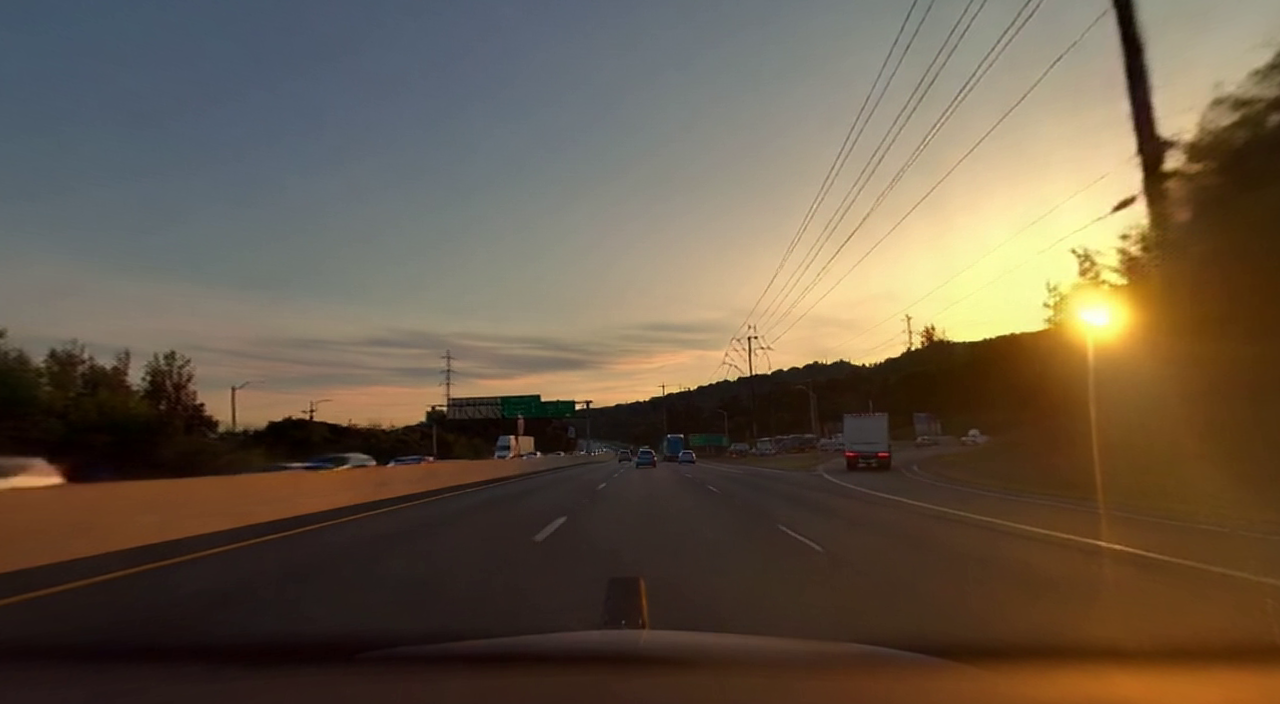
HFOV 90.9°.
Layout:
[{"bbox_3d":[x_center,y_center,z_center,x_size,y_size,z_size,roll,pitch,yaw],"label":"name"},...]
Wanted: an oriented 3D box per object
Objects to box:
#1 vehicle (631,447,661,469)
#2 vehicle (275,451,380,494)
[{"bbox_3d":[0.458,7.817,46.606,2.111,1.599,3.859,0,-9,0],"label":"vehicle"},{"bbox_3d":[-11.980,4.603,24.525,1.871,1.480,4.270,0,-9,0],"label":"vehicle"}]
